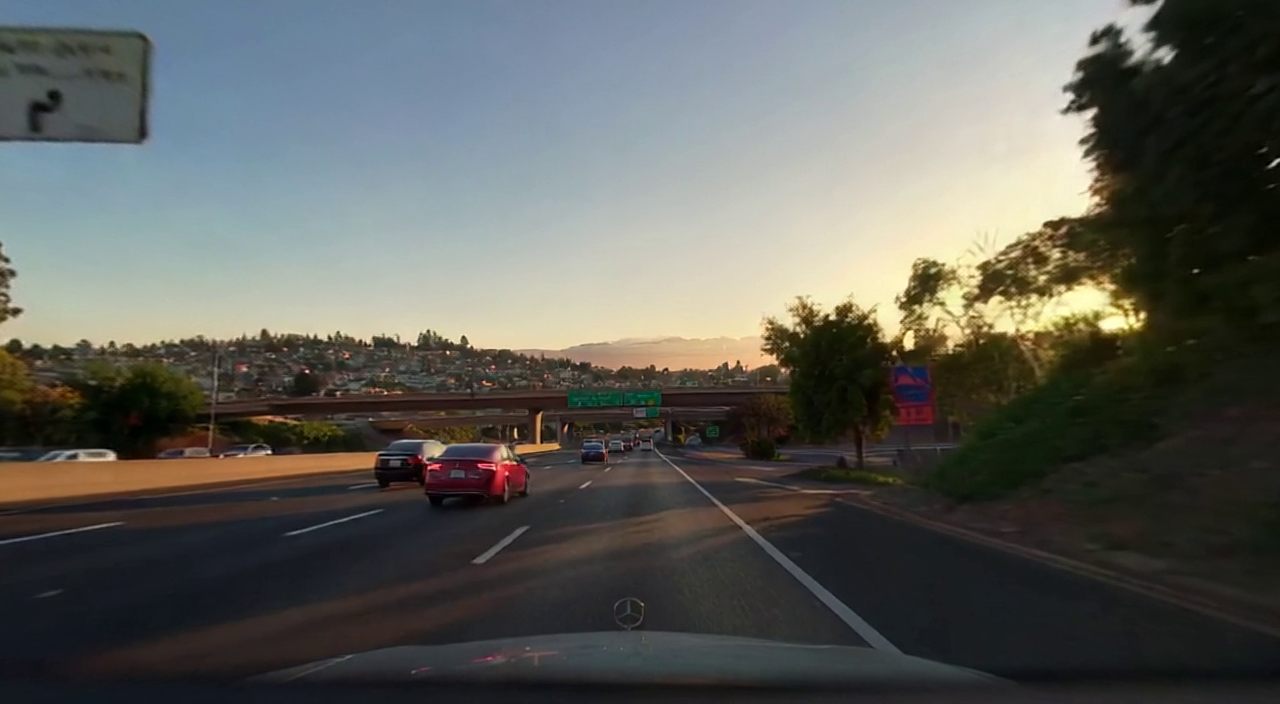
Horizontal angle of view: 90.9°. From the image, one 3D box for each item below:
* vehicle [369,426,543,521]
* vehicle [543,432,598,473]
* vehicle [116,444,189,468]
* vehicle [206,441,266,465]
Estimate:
[{"bbox_3d":[-3.566,2.450,13.315,2.210,1.628,4.586,-1,-8,1],"label":"vehicle"},{"bbox_3d":[-3.283,4.843,30.589,2.080,1.811,4.644,-1,-8,1],"label":"vehicle"},{"bbox_3d":[-32.164,6.831,41.709,1.789,1.518,3.677,-1,-8,2],"label":"vehicle"},{"bbox_3d":[-24.858,6.220,38.905,1.497,1.395,3.408,0,-8,-2],"label":"vehicle"}]
